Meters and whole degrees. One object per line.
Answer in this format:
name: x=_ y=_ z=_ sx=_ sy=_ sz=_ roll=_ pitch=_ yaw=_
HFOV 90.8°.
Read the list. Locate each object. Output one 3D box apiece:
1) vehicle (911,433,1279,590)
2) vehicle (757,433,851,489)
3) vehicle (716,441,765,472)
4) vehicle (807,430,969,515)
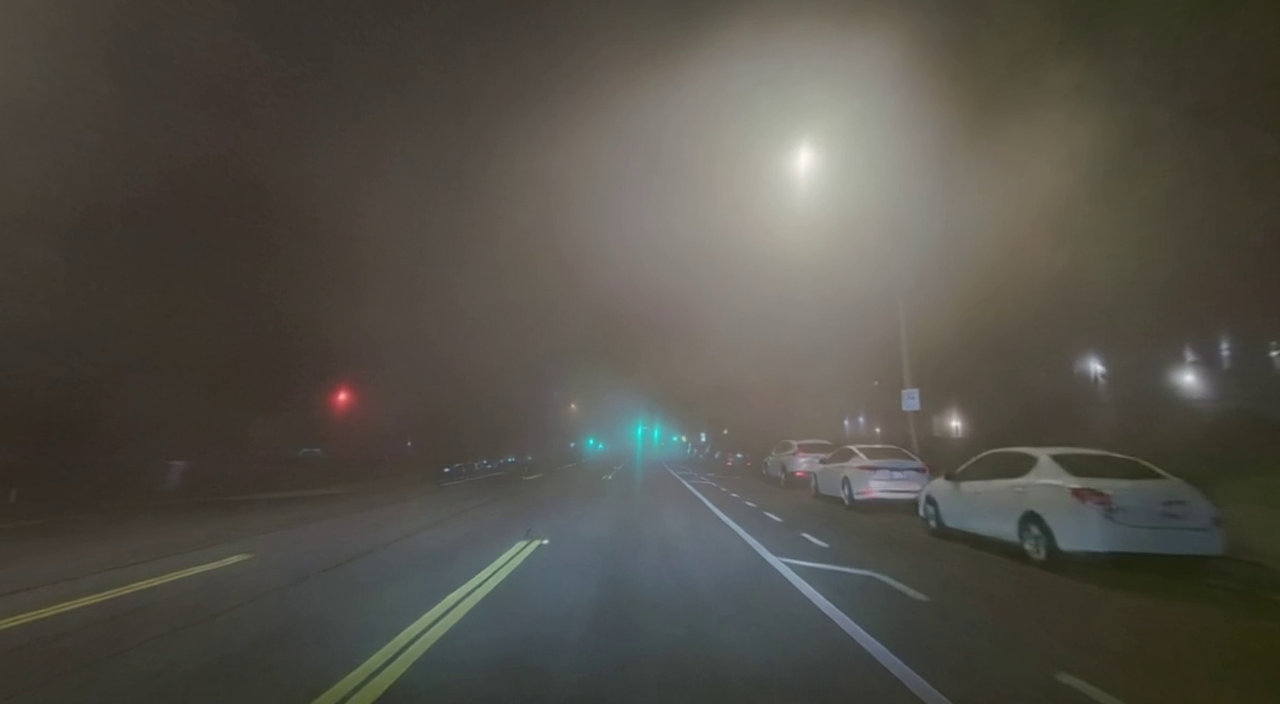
vehicle: x=5.381 y=1.809 z=8.103 sx=1.901 sy=1.443 sz=4.319 roll=0 pitch=-8 yaw=0
vehicle: x=5.385 y=3.625 z=21.329 sx=1.990 sy=1.694 sz=4.179 roll=0 pitch=-8 yaw=-1
vehicle: x=5.325 y=5.571 z=33.903 sx=1.837 sy=1.532 sz=3.886 roll=0 pitch=-8 yaw=-2
vehicle: x=5.449 y=2.733 z=14.601 sx=1.974 sy=1.548 sz=4.160 roll=-3 pitch=-9 yaw=0
